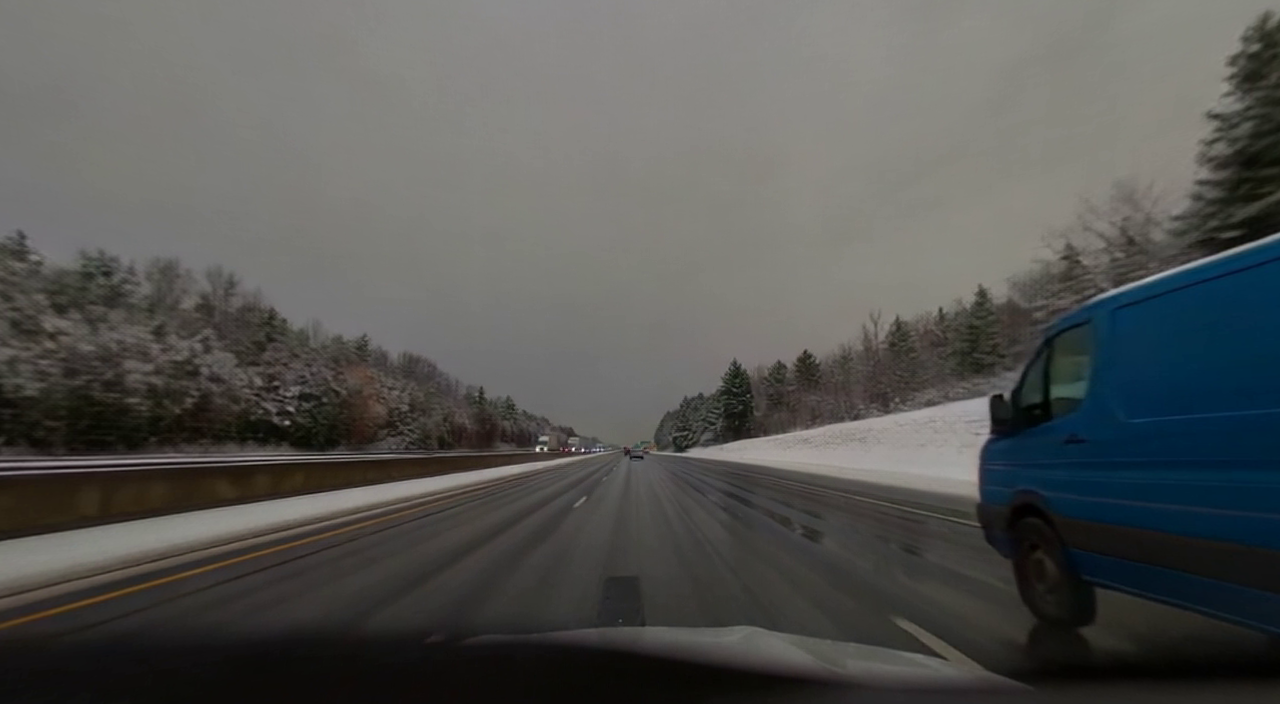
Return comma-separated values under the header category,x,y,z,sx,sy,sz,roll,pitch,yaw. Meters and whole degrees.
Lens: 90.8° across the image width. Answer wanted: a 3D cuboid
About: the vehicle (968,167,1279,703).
category,x,y,z,sx,sy,sz,roll,pitch,yaw
vehicle,4.053,0.328,1.793,2.552,2.524,6.630,0,-9,-1
